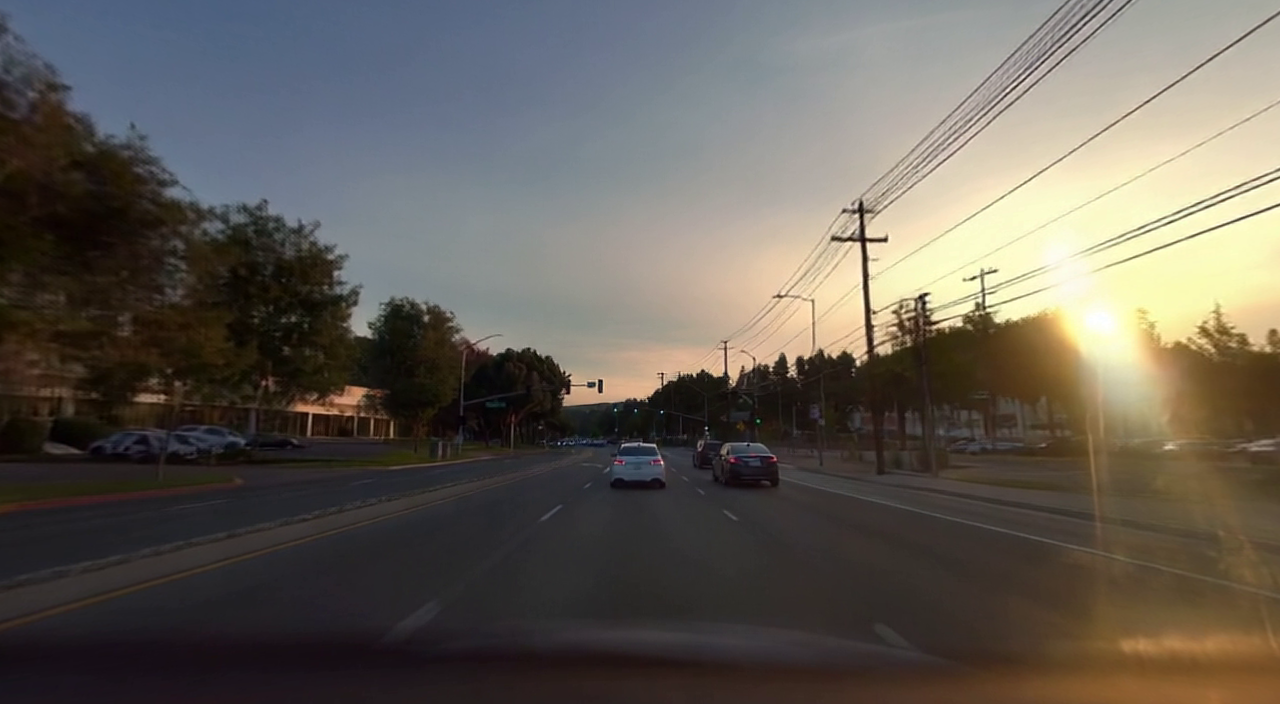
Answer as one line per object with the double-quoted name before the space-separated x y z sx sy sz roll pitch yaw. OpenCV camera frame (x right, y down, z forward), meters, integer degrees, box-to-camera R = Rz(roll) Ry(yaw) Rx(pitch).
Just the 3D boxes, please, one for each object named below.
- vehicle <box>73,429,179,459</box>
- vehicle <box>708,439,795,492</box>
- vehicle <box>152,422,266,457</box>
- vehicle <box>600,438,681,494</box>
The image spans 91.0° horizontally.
"vehicle" -28.335 5.120 34.950 1.908 1.553 4.979 1 -8 -4
"vehicle" 3.379 3.517 19.886 1.985 1.489 4.036 0 -8 -1
"vehicle" -28.978 5.966 42.757 2.878 2.172 7.057 0 -8 -1
"vehicle" -0.020 3.321 18.730 2.144 1.473 4.028 0 -8 -1
